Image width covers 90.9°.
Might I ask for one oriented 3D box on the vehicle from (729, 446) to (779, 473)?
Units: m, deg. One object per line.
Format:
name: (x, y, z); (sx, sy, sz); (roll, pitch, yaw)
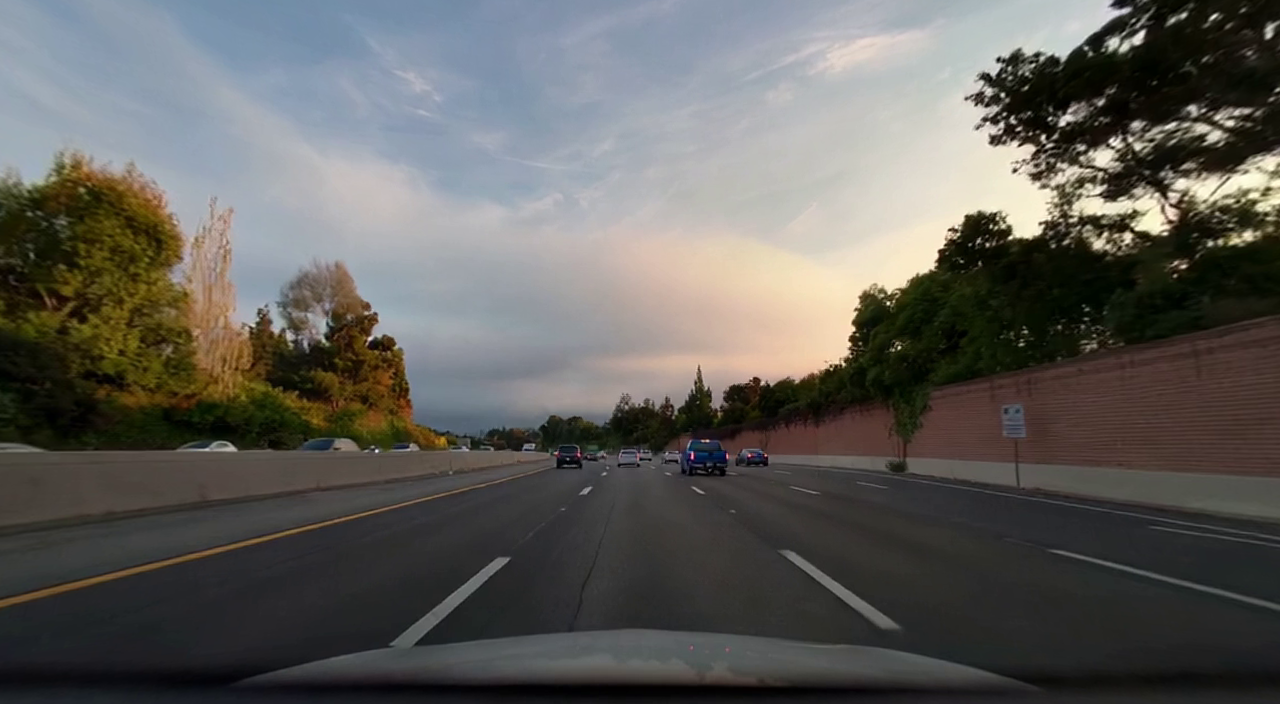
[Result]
vehicle: (6.944, 6.569, 38.790); (1.976, 1.485, 4.925); (0, -8, -2)

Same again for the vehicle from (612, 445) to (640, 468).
vehicle: (-1.098, 7.863, 47.690); (2.050, 1.607, 3.821); (0, -8, -3)

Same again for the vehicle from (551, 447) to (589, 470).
vehicle: (-4.926, 7.539, 45.090); (2.411, 1.509, 4.641); (0, -8, -3)

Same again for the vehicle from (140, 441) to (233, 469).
vehicle: (-26.135, 5.947, 36.579); (1.966, 1.484, 4.897); (0, -8, -3)

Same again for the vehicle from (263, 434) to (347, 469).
vehicle: (-18.165, 5.408, 34.482); (2.110, 1.792, 4.738); (0, -8, -2)

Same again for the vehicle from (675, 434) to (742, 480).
vehicle: (3.143, 4.987, 30.299); (2.374, 1.952, 5.431); (0, -8, -3)
